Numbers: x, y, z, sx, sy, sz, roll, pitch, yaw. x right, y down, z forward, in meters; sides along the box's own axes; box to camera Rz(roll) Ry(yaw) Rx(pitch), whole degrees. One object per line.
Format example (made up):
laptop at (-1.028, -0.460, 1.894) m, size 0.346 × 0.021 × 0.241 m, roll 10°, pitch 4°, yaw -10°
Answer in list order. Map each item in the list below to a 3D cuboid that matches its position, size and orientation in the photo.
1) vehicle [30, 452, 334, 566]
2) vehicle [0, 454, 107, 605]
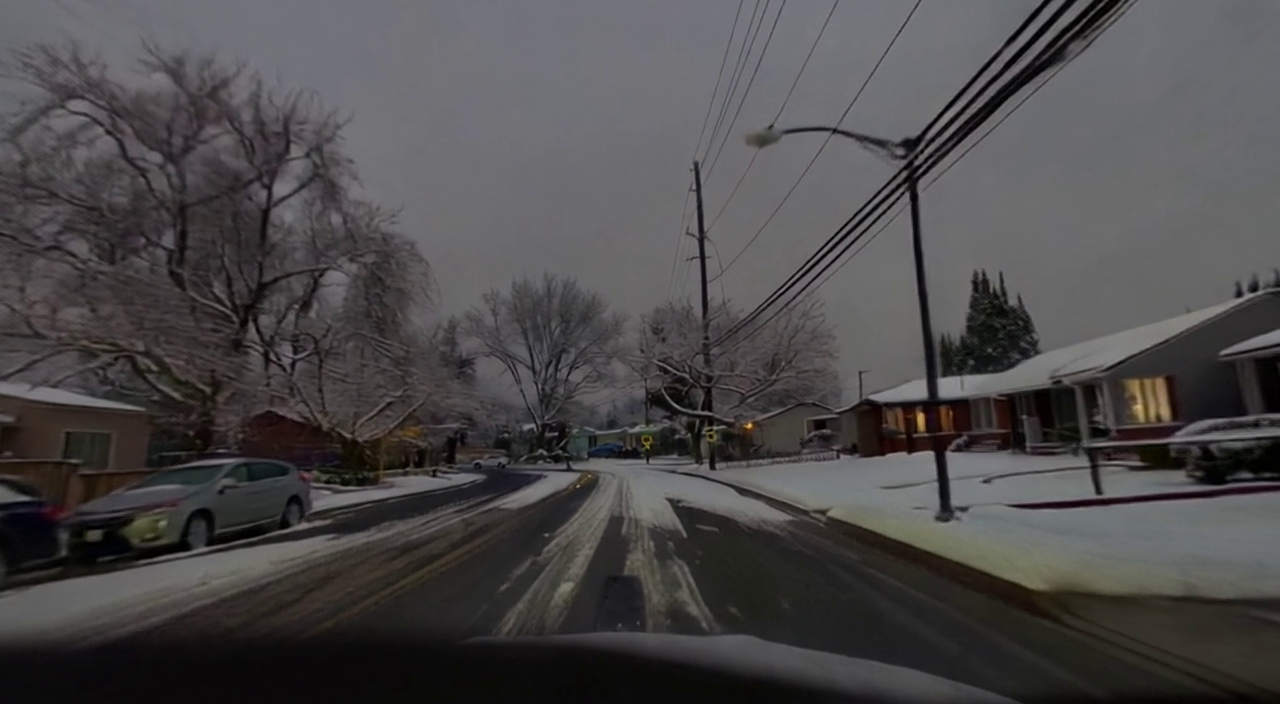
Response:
vehicle at (-7.245, 2.470, 10.729) m, size 1.896 × 1.484 × 4.298 m, roll 0°, pitch -9°, yaw 1°
vehicle at (-7.484, 1.631, 5.279) m, size 2.034 × 1.493 × 4.524 m, roll 0°, pitch -9°, yaw 1°
